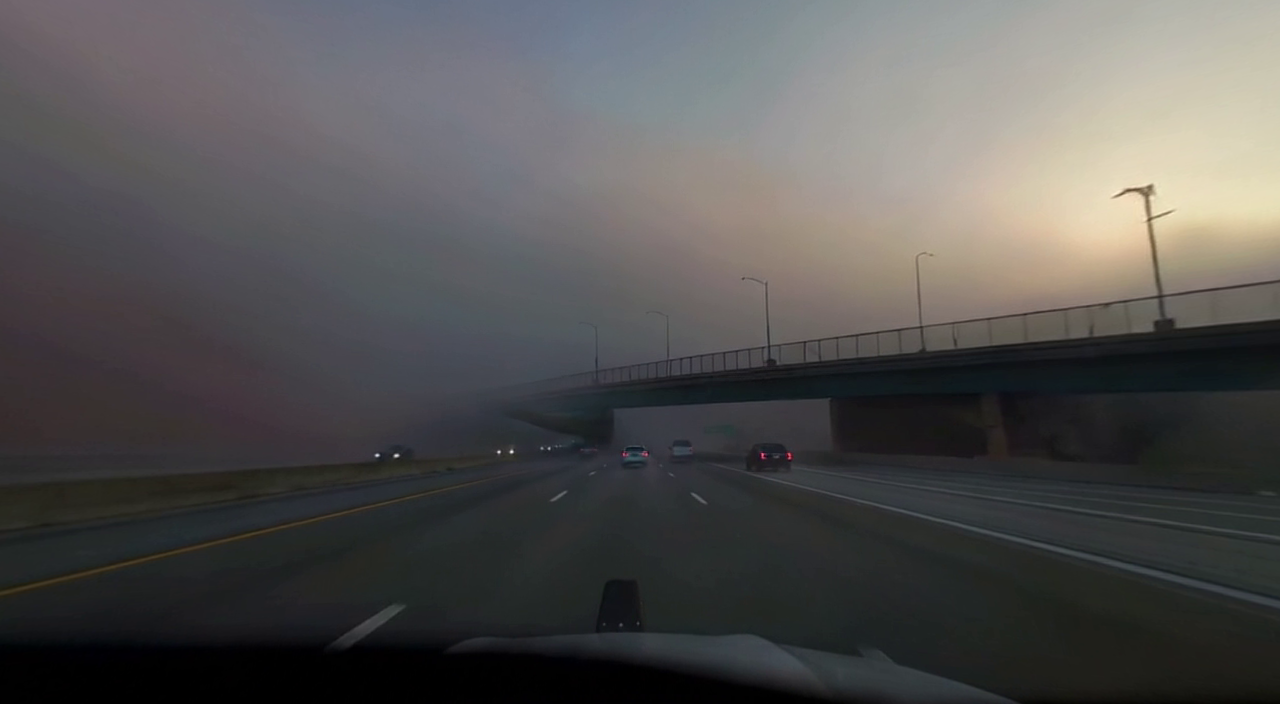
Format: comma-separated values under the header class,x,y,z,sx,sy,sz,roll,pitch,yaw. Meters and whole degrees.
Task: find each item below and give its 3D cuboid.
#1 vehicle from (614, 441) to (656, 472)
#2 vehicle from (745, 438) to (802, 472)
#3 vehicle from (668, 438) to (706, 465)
class,x,y,z,sx,sy,sz,roll,pitch,yaw
vehicle,-0.272,5.385,32.743,2.075,1.486,4.007,0,-8,-1
vehicle,6.788,5.269,32.549,1.936,1.625,3.991,0,-8,-1
vehicle,3.254,7.048,44.927,2.177,1.831,4.766,0,-8,-2
